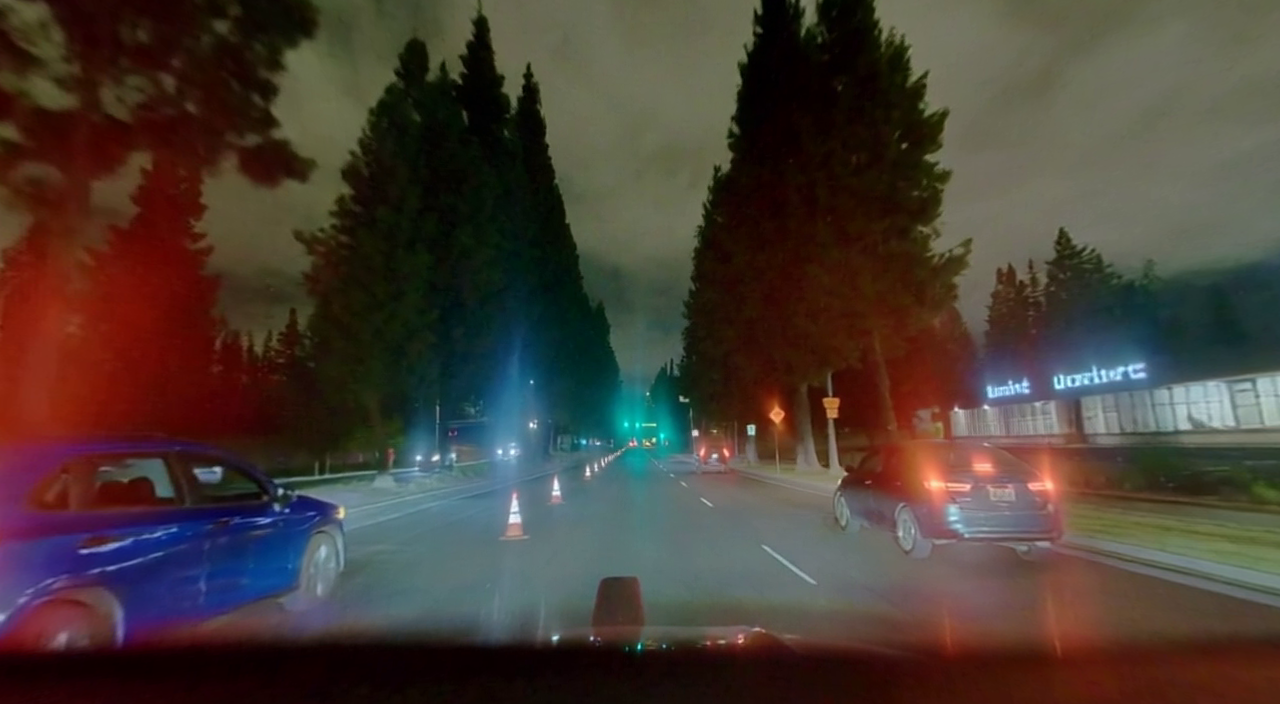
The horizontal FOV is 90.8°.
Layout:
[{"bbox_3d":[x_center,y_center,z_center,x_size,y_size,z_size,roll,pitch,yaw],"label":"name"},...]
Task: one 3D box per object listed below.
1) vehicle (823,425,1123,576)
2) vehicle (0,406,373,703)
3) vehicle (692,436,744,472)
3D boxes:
[{"bbox_3d":[3.906,1.777,8.287,1.827,1.491,3.743,0,-9,-1],"label":"vehicle"},{"bbox_3d":[-3.521,1.171,3.863,2.020,1.474,4.098,0,-9,-1],"label":"vehicle"},{"bbox_3d":[4.109,5.479,34.077,2.159,1.793,4.735,0,-9,-1],"label":"vehicle"}]
